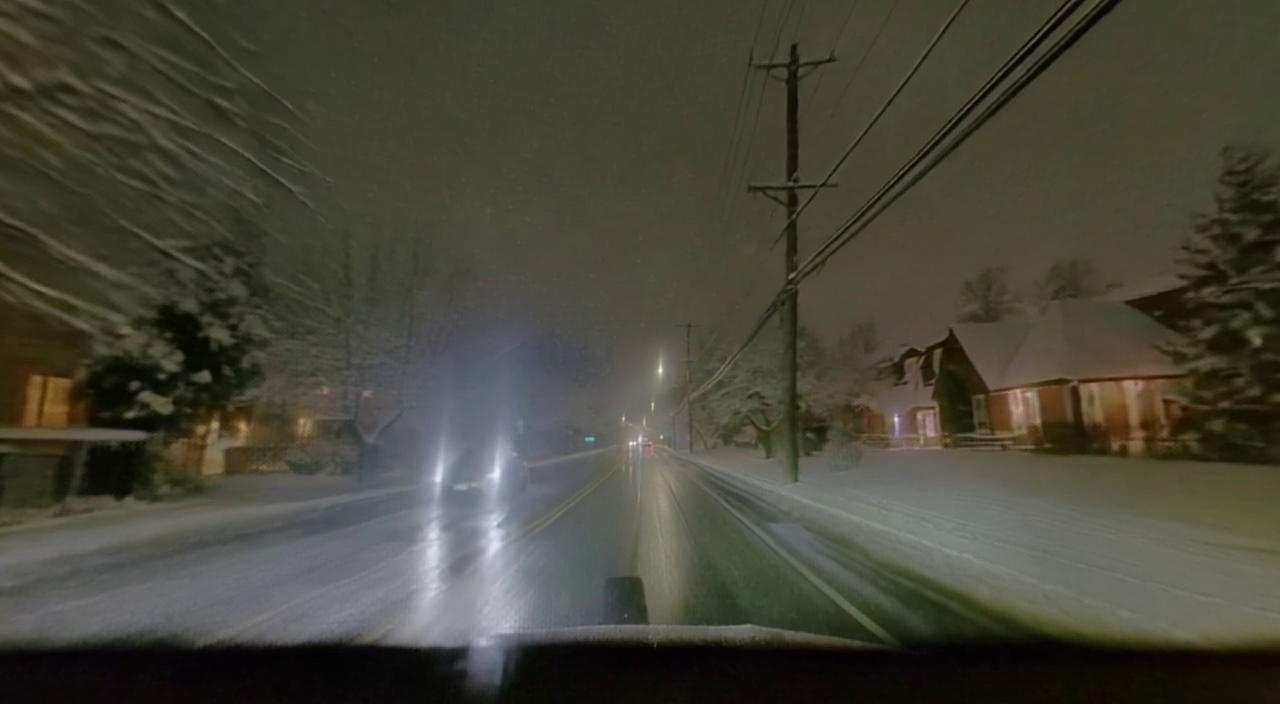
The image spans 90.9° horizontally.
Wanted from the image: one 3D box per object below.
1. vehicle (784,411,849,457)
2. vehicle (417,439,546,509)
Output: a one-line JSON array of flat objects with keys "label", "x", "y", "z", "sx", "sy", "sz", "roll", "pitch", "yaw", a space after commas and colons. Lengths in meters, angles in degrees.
[{"label": "vehicle", "x": 7.897, "y": 3.772, "z": 28.674, "sx": 1.878, "sy": 1.743, "sz": 4.556, "roll": -6, "pitch": -9, "yaw": 4}, {"label": "vehicle", "x": -3.747, "y": 2.969, "z": 15.844, "sx": 2.028, "sy": 1.488, "sz": 4.392, "roll": -1, "pitch": -8, "yaw": 1}]
